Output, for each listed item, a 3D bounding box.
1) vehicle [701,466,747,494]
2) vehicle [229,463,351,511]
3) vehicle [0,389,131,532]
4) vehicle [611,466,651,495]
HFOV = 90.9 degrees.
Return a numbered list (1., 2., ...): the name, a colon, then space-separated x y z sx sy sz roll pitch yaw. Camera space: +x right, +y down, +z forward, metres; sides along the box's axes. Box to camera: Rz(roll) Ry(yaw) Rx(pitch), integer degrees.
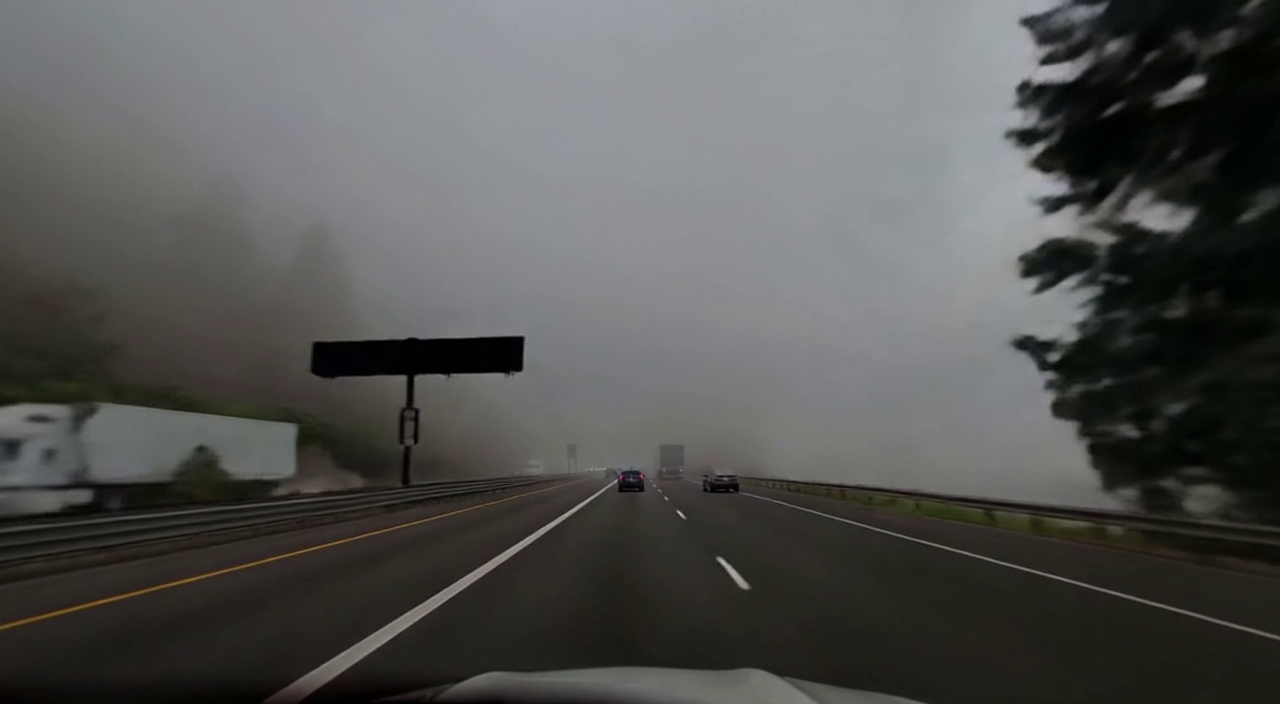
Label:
1. vehicle: 4.739 7.325 36.157 1.897 1.476 4.334 1 -10 -2
2. vehicle: -12.518 4.832 22.934 1.889 1.535 4.380 0 -10 0
3. vehicle: -19.763 3.358 19.416 2.911 4.025 5.844 0 -10 0
4. vehicle: -0.479 6.870 33.872 2.010 1.436 3.973 0 -10 -1
